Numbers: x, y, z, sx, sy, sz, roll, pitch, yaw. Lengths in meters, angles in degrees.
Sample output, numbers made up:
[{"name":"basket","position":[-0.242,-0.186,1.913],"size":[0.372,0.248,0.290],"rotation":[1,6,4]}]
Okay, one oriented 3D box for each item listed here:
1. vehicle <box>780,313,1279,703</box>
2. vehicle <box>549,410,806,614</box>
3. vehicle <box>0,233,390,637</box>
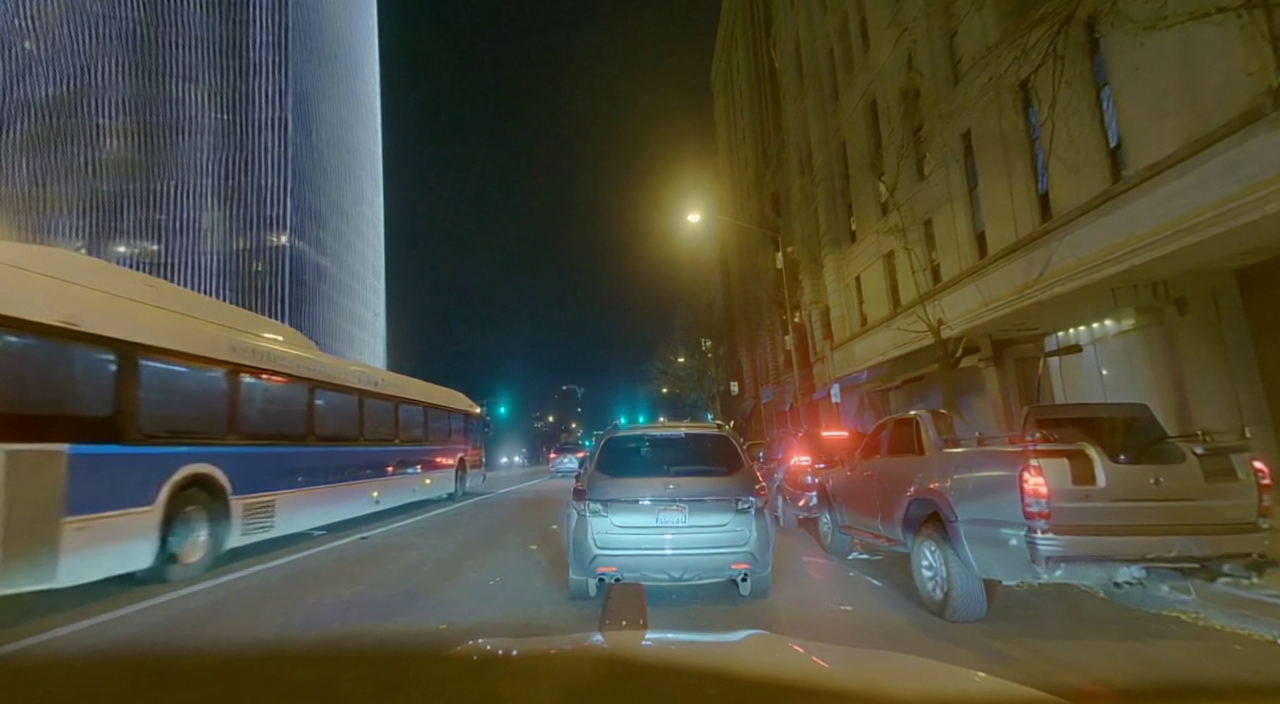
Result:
[{"name":"vehicle","position":[2.756,1.114,4.977],"size":[2.117,1.855,4.794],"rotation":[0,-9,-1]},{"name":"vehicle","position":[0.247,1.549,6.894],"size":[2.045,1.608,3.573],"rotation":[0,-9,-2]},{"name":"vehicle","position":[-6.727,1.174,8.463],"size":[2.907,3.307,9.137],"rotation":[0,-9,0]}]
